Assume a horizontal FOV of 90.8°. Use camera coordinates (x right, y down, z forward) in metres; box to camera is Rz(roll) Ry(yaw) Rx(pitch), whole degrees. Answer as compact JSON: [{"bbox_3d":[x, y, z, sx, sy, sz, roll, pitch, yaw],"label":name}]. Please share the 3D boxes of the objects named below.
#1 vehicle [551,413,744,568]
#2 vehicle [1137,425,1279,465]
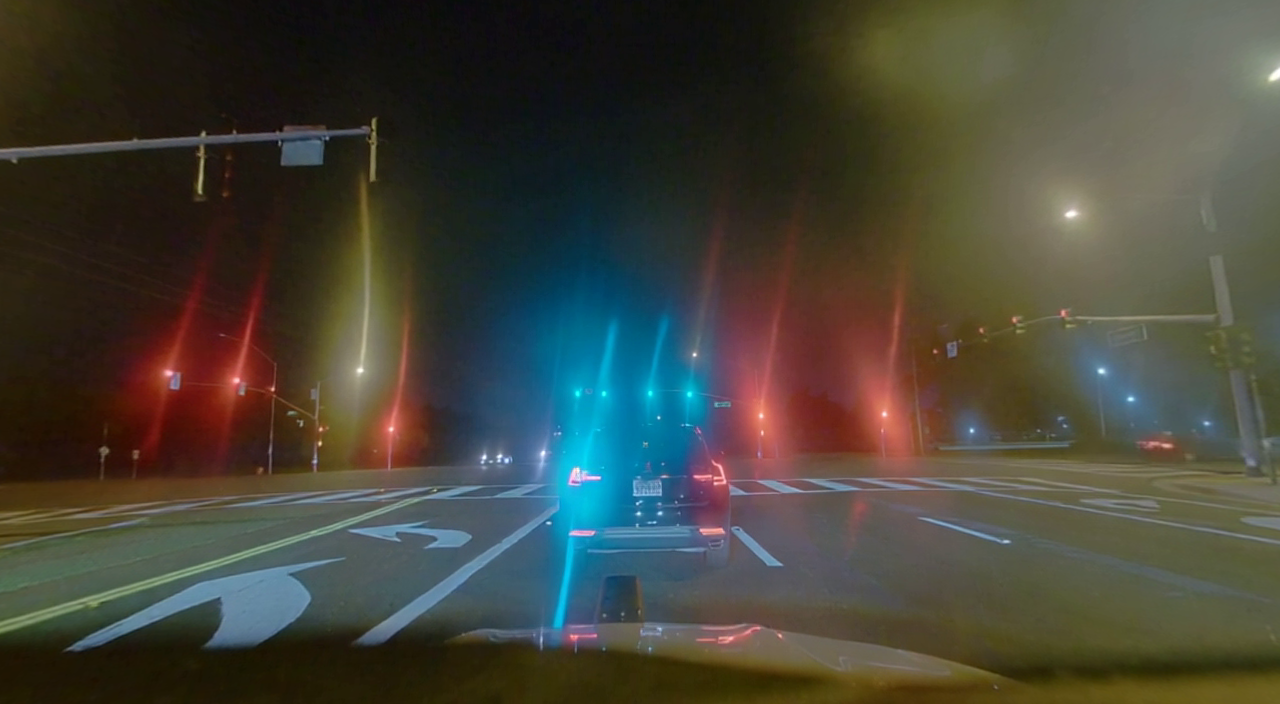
[{"bbox_3d":[0.039,1.754,8.709,2.027,1.626,3.942,0,-8,-1],"label":"vehicle"},{"bbox_3d":[28.493,4.673,31.726,5.247,1.889,2.050,0,-8,1],"label":"vehicle"}]
